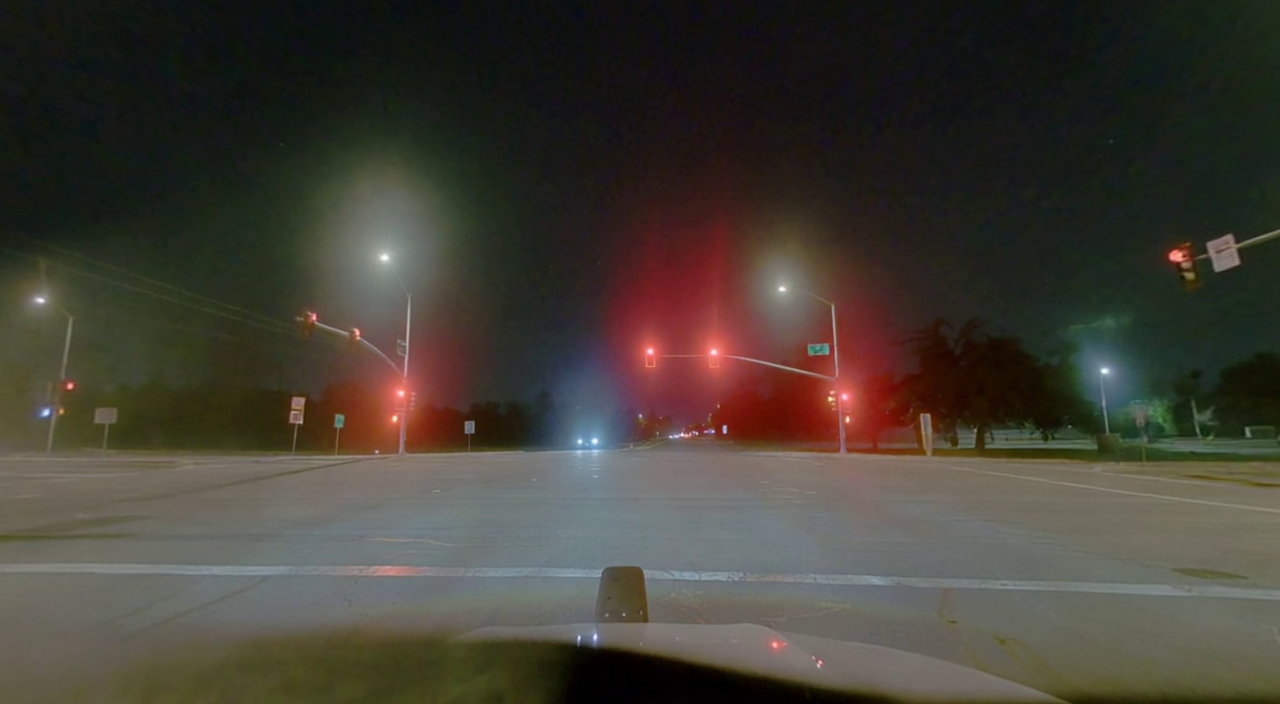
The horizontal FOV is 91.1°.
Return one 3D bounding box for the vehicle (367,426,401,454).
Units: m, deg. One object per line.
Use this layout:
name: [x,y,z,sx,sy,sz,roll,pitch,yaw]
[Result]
vehicle: [-19.971,6.851,48.891,1.873,2.079,2.879,5,-10,-33]
